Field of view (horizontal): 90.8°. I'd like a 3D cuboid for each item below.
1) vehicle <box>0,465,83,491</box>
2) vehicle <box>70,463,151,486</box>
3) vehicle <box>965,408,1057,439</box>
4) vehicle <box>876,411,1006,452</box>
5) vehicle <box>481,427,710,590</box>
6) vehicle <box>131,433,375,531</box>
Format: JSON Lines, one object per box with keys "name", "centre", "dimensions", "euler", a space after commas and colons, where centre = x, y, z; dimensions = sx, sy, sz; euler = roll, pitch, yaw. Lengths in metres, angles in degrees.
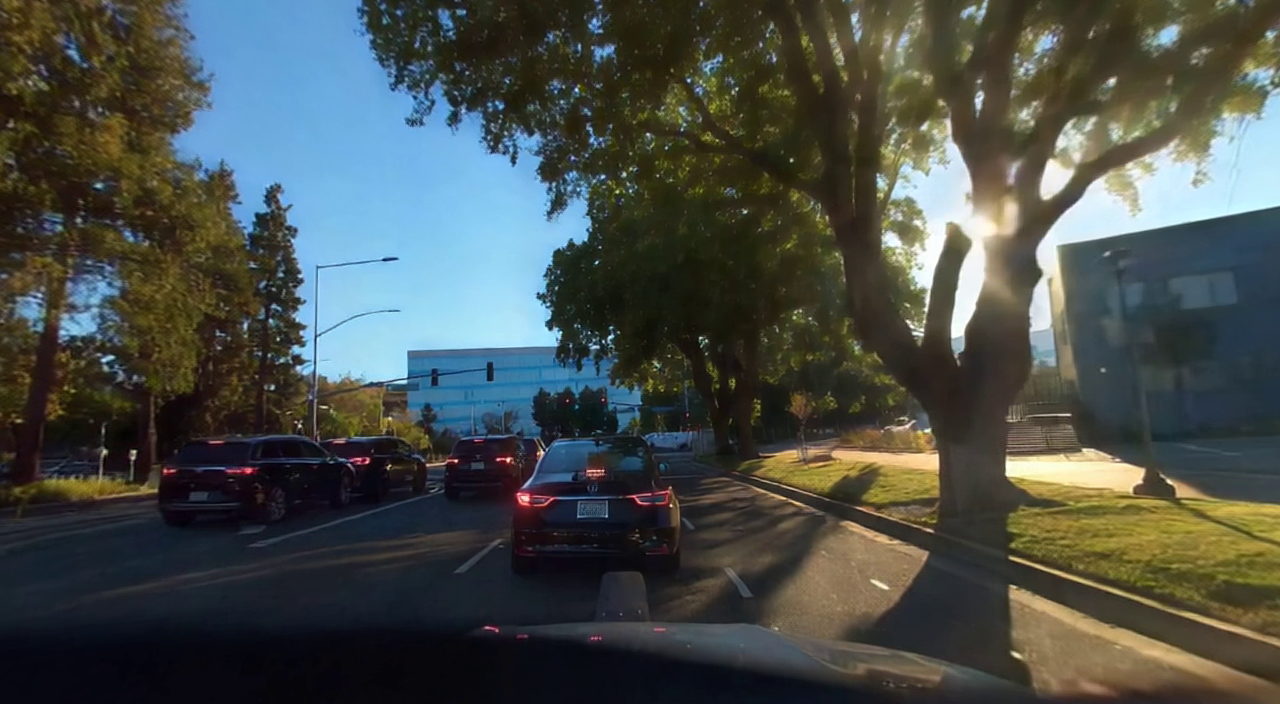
{"name": "vehicle", "centre": [-36.626, 7.602, 38.170], "dimensions": [4.093, 1.440, 1.804], "euler": [0, -9, -1]}
{"name": "vehicle", "centre": [-36.383, 8.414, 43.488], "dimensions": [3.918, 1.423, 1.861], "euler": [0, -9, 1]}
{"name": "vehicle", "centre": [26.583, 5.151, 45.358], "dimensions": [5.333, 1.880, 2.130], "euler": [-8, -10, 35]}
{"name": "vehicle", "centre": [13.921, 3.738, 29.438], "dimensions": [4.975, 1.809, 1.956], "euler": [0, -9, 1]}
{"name": "vehicle", "centre": [-0.410, 1.744, 7.849], "dimensions": [2.104, 1.472, 3.946], "euler": [0, -9, 0]}
{"name": "vehicle", "centre": [-7.270, 2.463, 12.560], "dimensions": [2.096, 1.593, 4.288], "euler": [0, -9, 0]}
